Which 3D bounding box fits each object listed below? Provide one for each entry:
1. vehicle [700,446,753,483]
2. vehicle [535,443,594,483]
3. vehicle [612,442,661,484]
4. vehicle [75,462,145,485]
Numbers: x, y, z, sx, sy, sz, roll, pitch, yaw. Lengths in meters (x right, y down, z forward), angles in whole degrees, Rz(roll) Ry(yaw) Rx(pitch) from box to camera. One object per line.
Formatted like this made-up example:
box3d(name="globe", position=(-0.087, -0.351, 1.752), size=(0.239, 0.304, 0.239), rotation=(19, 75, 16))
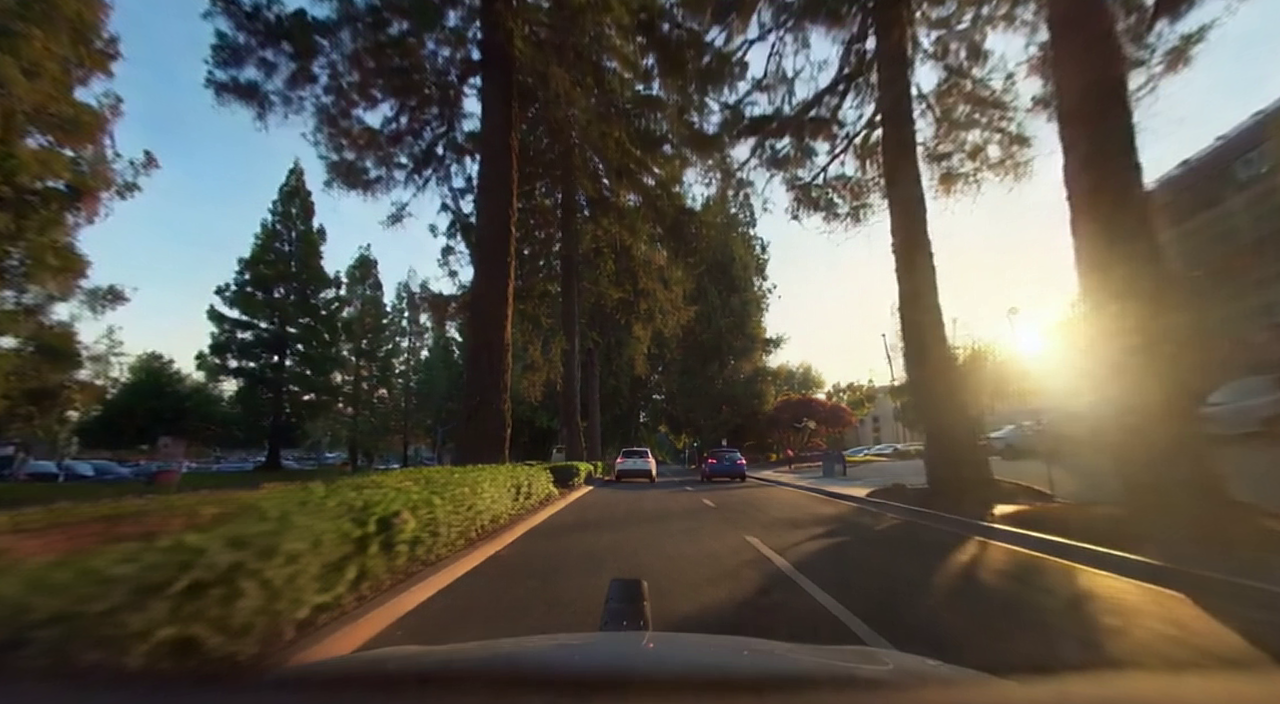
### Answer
box3d(name="vehicle", position=(3.932, 5.172, 29.364), size=(1.847, 1.554, 4.052), rotation=(0, -8, -1))
box3d(name="vehicle", position=(-3.383, 5.082, 29.217), size=(2.047, 1.710, 4.314), rotation=(0, -8, 2))
box3d(name="vehicle", position=(-0.094, 4.832, 27.793), size=(2.022, 1.700, 4.084), rotation=(0, -8, 1))
box3d(name="vehicle", position=(-39.543, 9.071, 47.216), size=(1.750, 1.462, 4.400), rotation=(1, -8, -6))
